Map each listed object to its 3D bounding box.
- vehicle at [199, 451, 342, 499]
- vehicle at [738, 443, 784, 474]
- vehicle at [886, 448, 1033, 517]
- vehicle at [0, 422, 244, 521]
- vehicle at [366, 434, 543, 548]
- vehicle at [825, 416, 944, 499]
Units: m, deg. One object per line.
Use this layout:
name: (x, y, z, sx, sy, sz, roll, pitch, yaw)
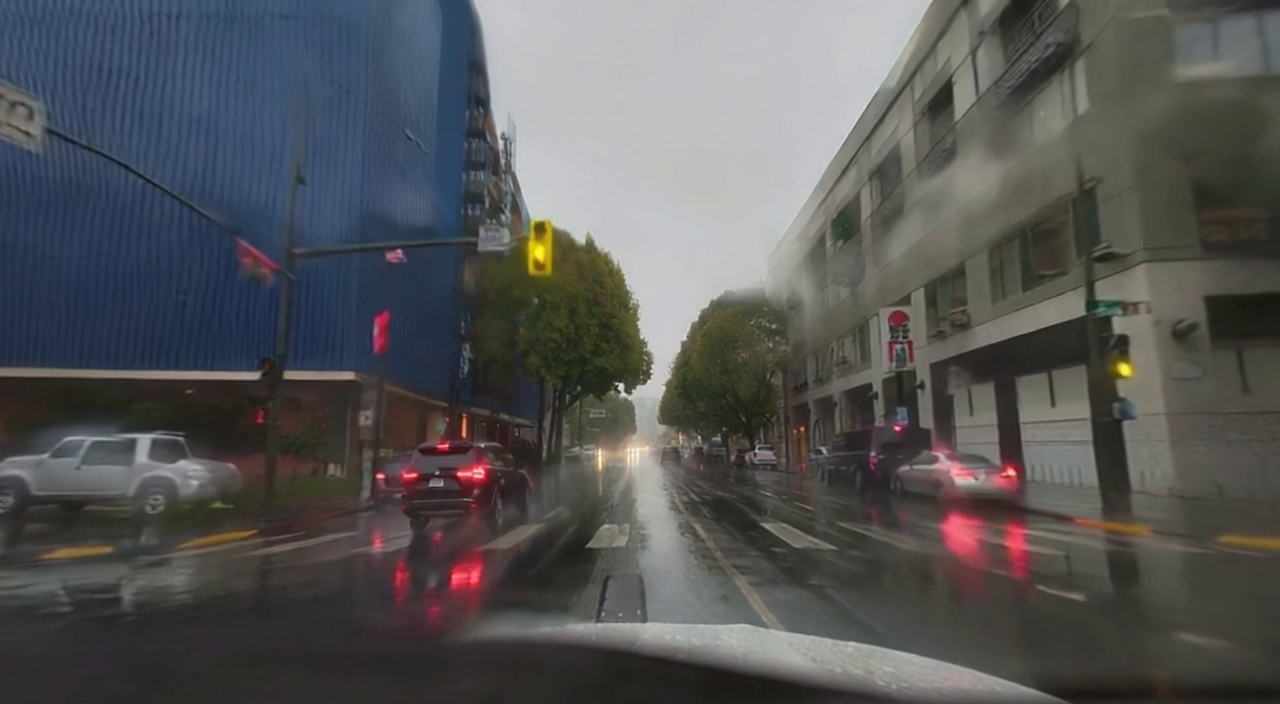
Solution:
vehicle: (-13.685, 4.559, 23.594, 4.033, 1.533, 1.895, 2, -9, 0)
vehicle: (8.986, 7.912, 47.283, 2.249, 2.117, 5.743, 0, -8, 0)
vehicle: (8.808, 3.573, 17.910, 1.854, 1.663, 4.300, 0, -8, 0)
vehicle: (-13.595, 2.992, 16.184, 5.188, 2.293, 2.381, 0, -8, -1)
vehicle: (-3.256, 2.507, 12.151, 2.002, 1.756, 4.366, 0, -8, 1)
vehicle: (9.055, 3.969, 24.167, 2.285, 2.778, 5.847, 0, -8, 2)
